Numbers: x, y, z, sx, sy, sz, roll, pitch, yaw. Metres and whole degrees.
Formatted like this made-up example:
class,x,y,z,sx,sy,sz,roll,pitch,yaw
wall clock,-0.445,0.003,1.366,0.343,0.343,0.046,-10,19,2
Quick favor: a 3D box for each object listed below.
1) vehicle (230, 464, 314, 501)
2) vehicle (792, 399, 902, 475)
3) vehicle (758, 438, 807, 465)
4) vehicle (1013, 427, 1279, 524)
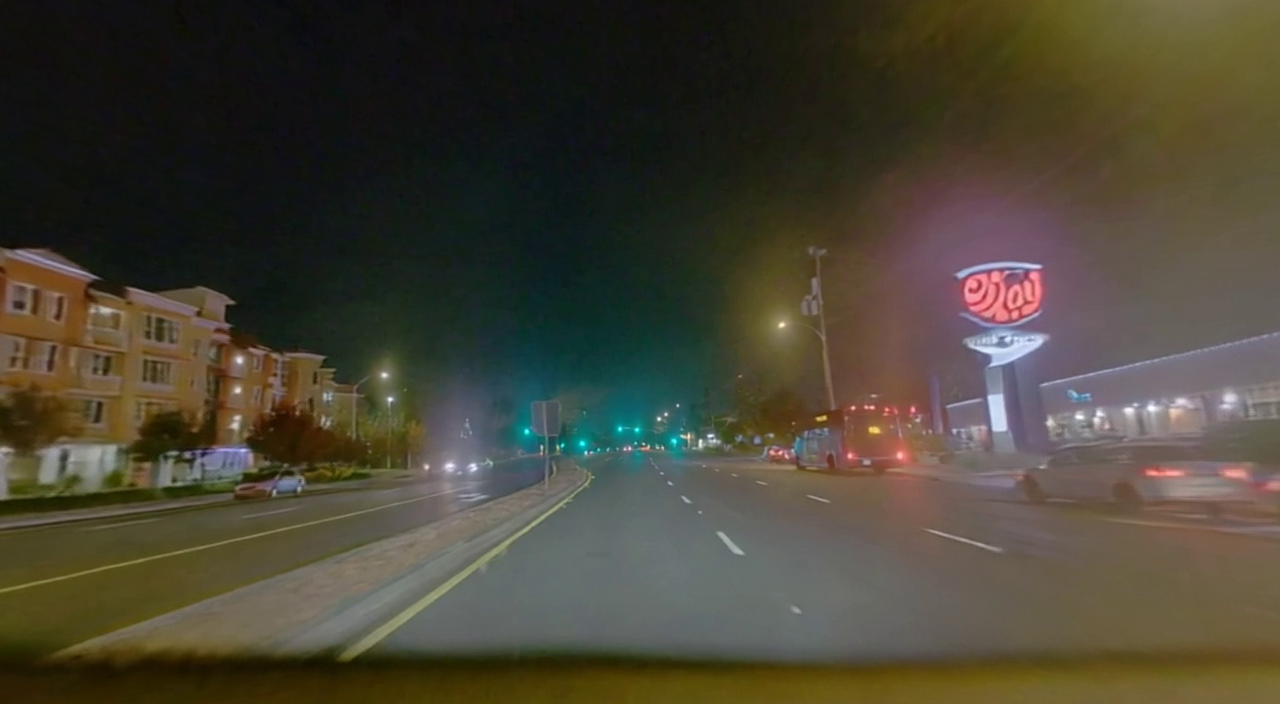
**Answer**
class,x,y,z,sx,sy,sz,roll,pitch,yaw
vehicle,-19.552,6.926,33.810,1.984,1.578,4.507,-3,-8,-2
vehicle,9.787,4.210,30.901,2.923,3.249,6.993,0,-9,0
vehicle,9.727,6.859,43.648,2.147,1.781,5.063,0,-9,-1
vehicle,10.024,2.305,12.465,2.023,1.494,5.029,0,-9,-3
